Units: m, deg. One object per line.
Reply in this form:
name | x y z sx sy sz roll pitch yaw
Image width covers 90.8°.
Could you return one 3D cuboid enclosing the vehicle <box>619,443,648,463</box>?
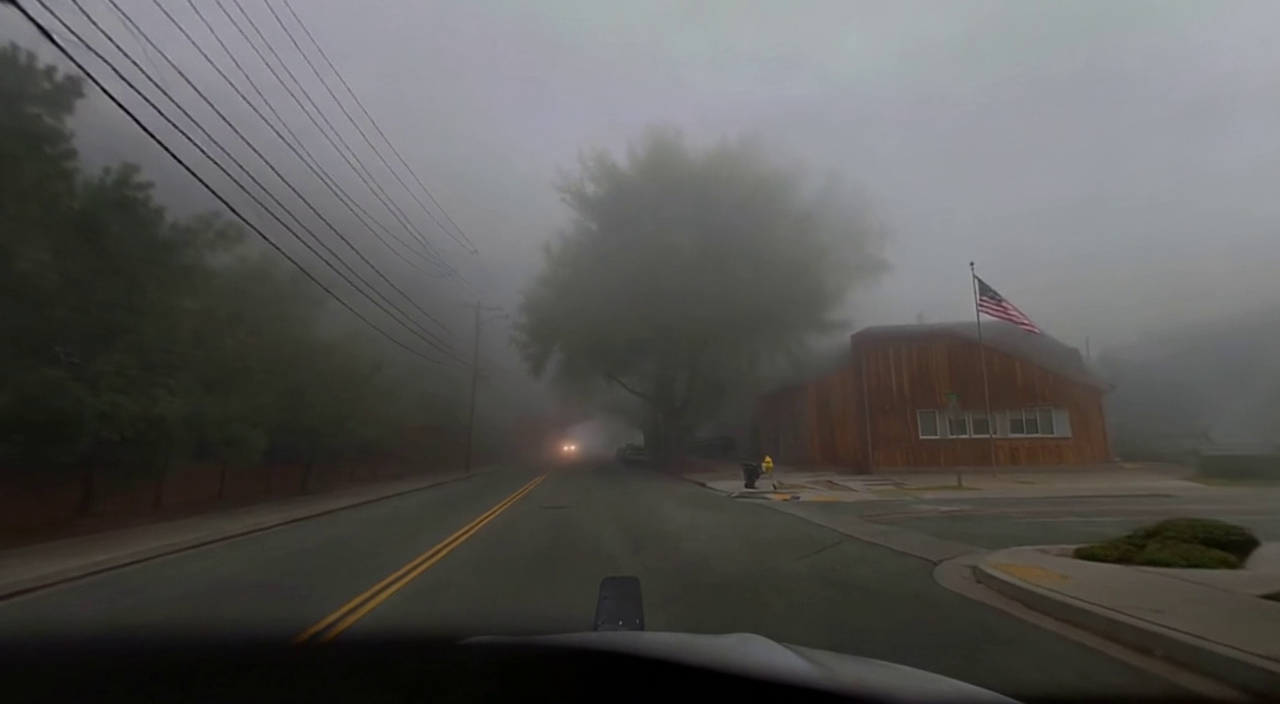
vehicle | -0.530 7.774 48.976 1.941 1.460 4.206 1 -9 -5
